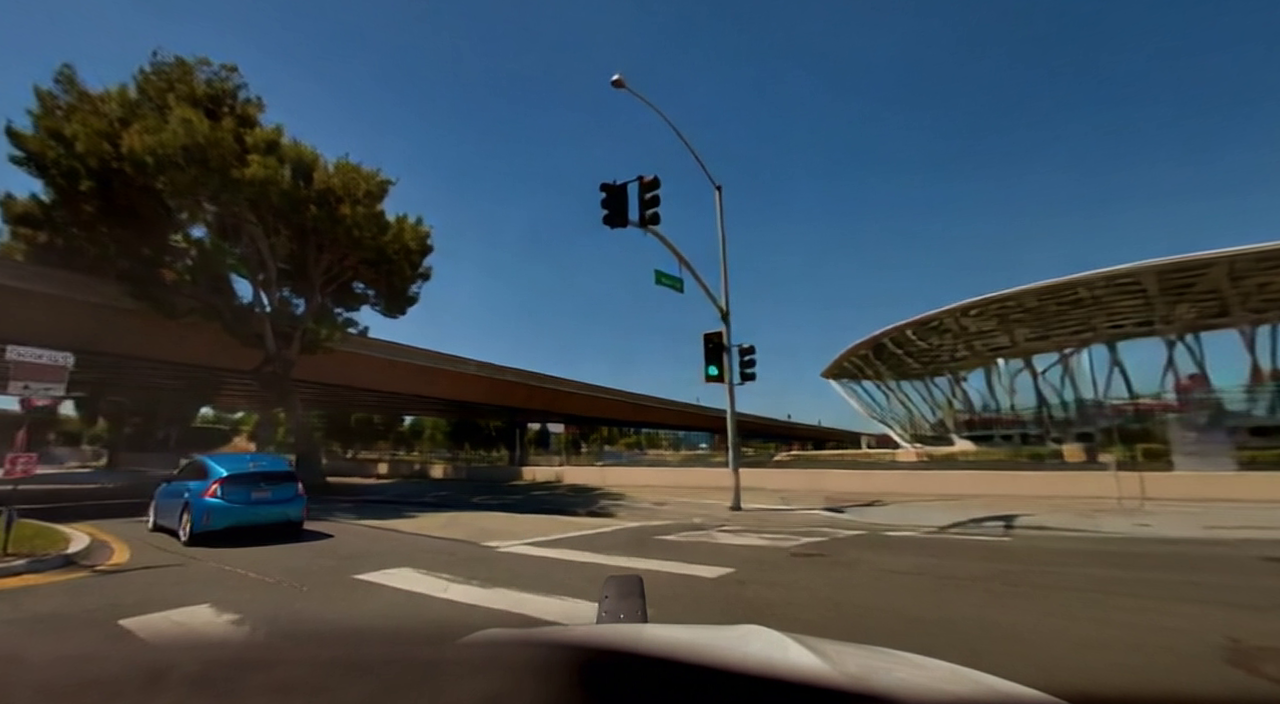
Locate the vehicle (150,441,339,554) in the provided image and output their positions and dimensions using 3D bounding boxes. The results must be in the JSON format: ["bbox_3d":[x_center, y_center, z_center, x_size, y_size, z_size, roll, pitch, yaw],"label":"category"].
[{"bbox_3d":[-7.009,2.383,11.016,1.976,1.584,3.772,8,-12,-42],"label":"vehicle"}]
